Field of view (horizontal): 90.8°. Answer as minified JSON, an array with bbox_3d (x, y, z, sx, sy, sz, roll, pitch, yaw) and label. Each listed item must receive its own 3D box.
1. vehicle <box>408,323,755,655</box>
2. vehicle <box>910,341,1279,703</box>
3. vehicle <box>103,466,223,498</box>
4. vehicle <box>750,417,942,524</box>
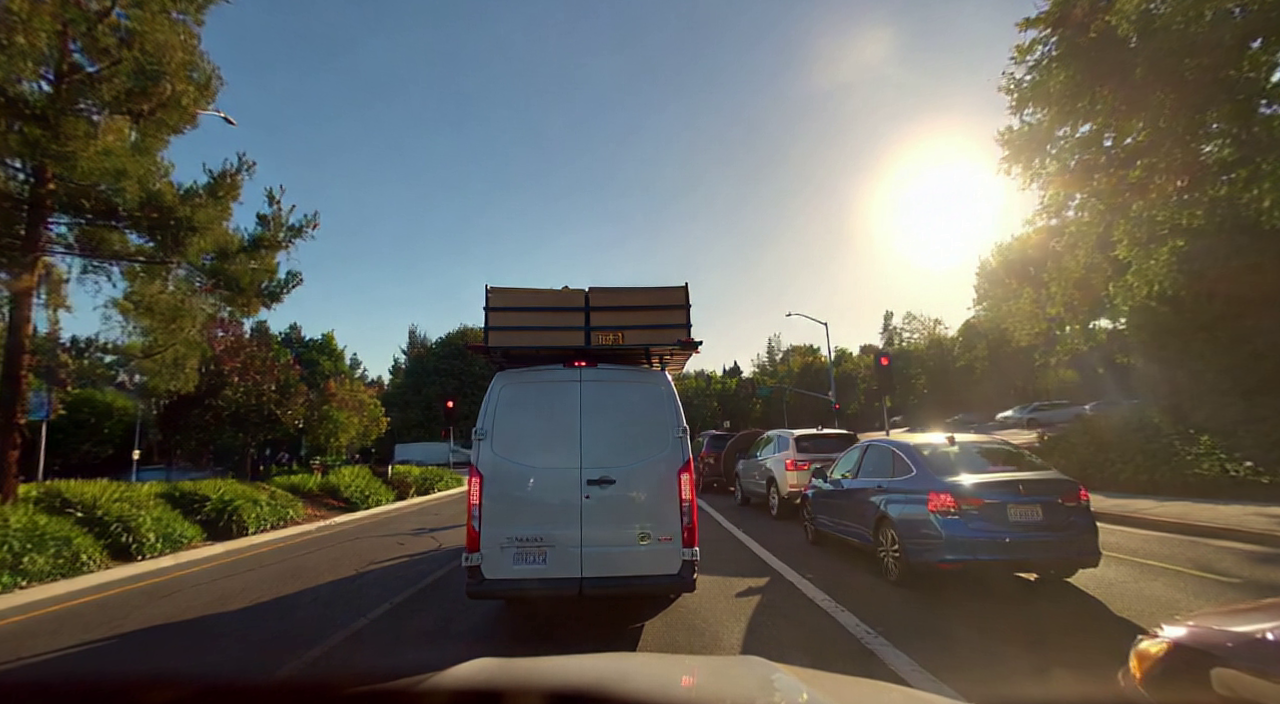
[{"bbox_3d":[-0.371,1.159,6.186,2.145,2.089,4.309,0,-9,0],"label":"vehicle"},{"bbox_3d":[3.443,0.940,3.400,1.965,1.671,4.146,0,-9,-3],"label":"vehicle"},{"bbox_3d":[-22.461,6.114,29.918,4.135,1.321,1.687,2,-9,-16],"label":"vehicle"},{"bbox_3d":[3.678,2.214,12.273,2.024,1.692,4.252,1,-9,-4],"label":"vehicle"}]
